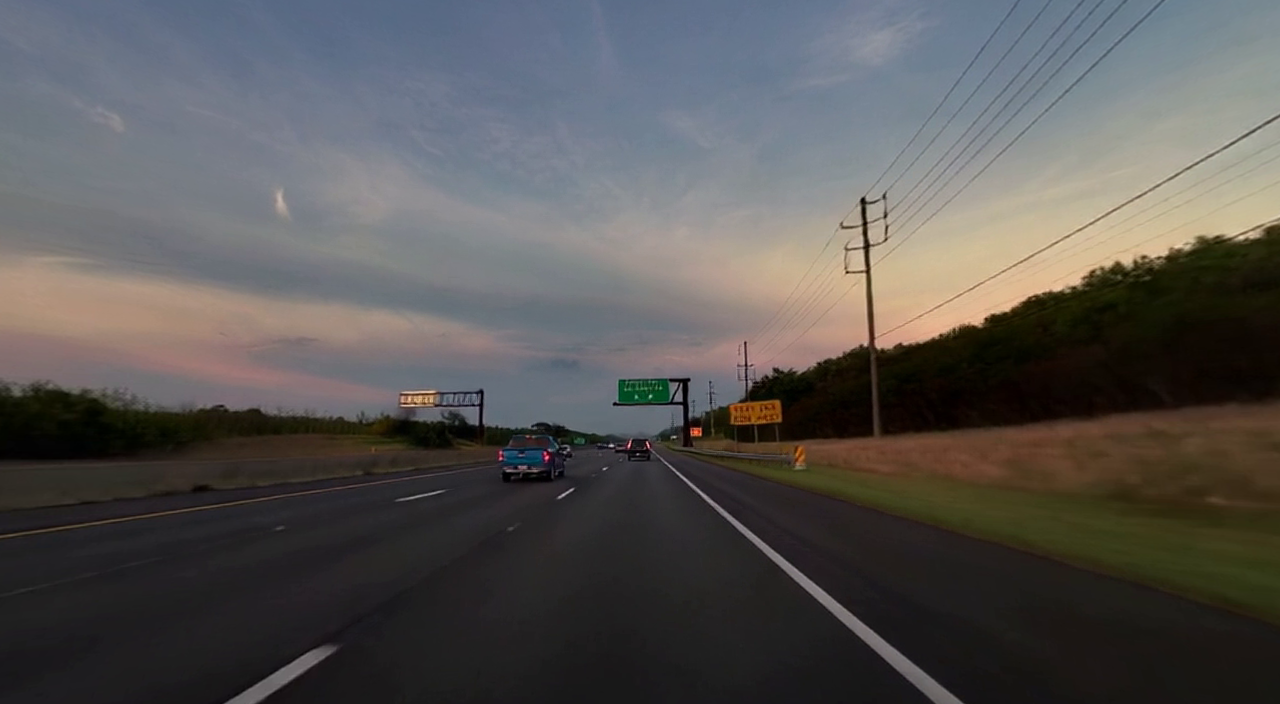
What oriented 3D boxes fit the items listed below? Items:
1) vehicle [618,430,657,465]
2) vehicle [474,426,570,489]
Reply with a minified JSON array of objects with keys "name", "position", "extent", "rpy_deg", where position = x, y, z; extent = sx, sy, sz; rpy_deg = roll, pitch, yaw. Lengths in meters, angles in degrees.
[{"name":"vehicle","position":[-0.175,6.256,41.368],"extent":[2.358,2.144,4.713],"rpy_deg":[0,-8,-1]},{"name":"vehicle","position":[-3.750,3.481,21.178],"extent":[2.204,1.812,5.289],"rpy_deg":[0,-8,0]}]
